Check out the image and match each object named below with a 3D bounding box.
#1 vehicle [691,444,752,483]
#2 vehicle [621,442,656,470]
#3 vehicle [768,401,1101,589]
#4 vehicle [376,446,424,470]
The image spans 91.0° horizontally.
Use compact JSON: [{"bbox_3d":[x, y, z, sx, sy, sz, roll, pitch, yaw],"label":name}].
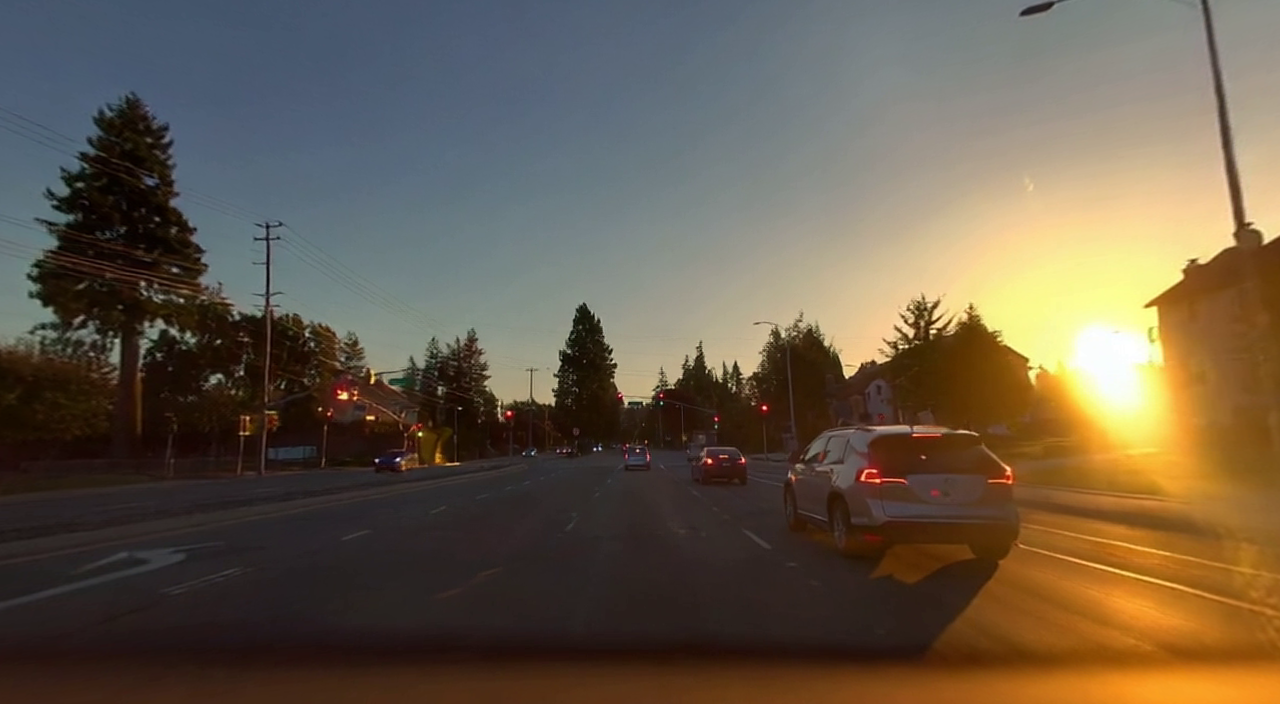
[{"bbox_3d":[3.194,4.443,25.382,1.889,1.451,4.180,0,-9,0],"label":"vehicle"},{"bbox_3d":[-0.129,6.755,40.974,2.146,1.685,4.003,0,-9,-1],"label":"vehicle"},{"bbox_3d":[3.265,1.703,8.334,2.129,1.761,4.610,0,-9,0],"label":"vehicle"},{"bbox_3d":[-18.809,8.334,49.590,2.071,1.746,4.444,0,-9,-1],"label":"vehicle"}]
